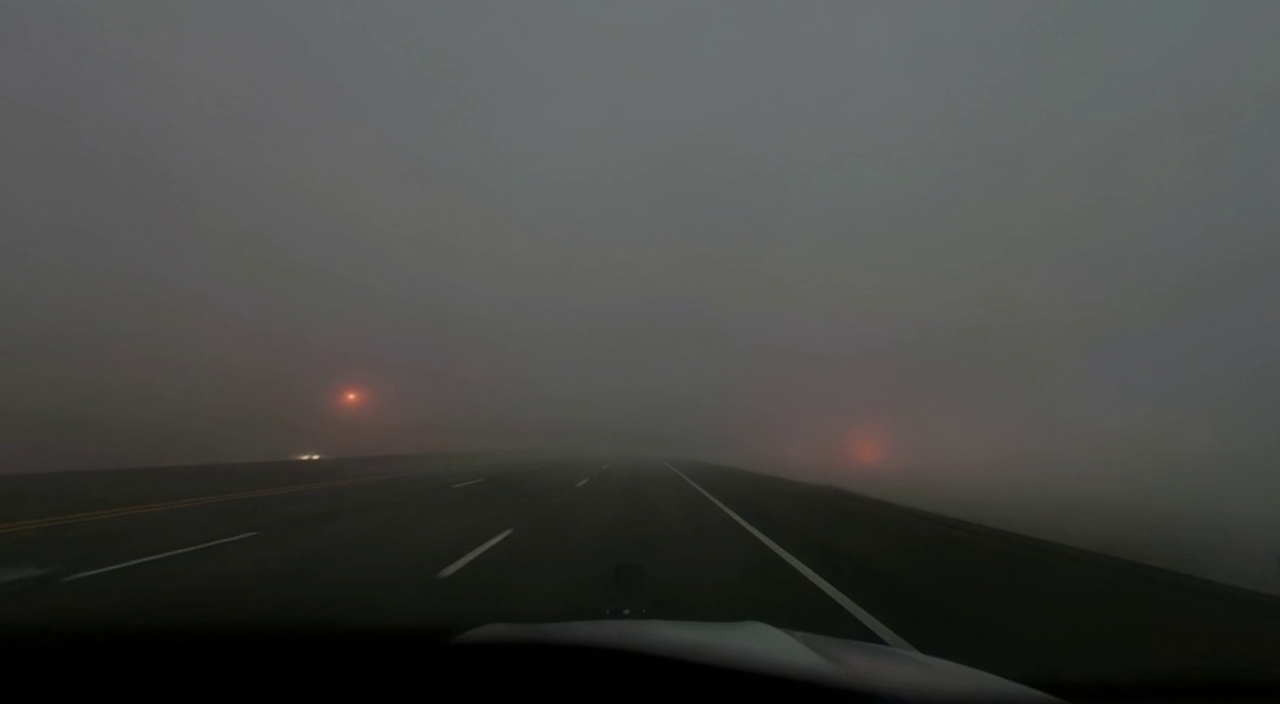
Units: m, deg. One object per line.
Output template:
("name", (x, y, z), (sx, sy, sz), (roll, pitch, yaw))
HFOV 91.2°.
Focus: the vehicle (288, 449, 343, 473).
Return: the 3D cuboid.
("vehicle", (-23.340, 7.809, 45.291), (1.812, 1.617, 3.816), (0, -8, 0))
